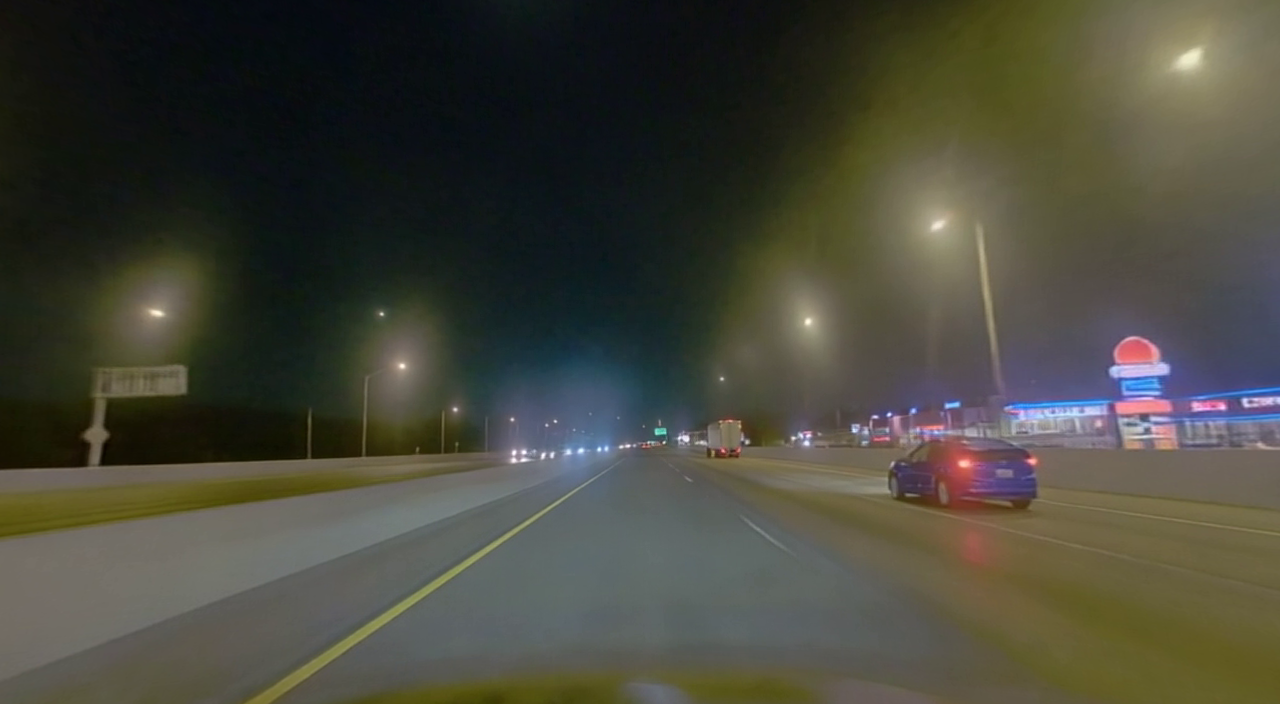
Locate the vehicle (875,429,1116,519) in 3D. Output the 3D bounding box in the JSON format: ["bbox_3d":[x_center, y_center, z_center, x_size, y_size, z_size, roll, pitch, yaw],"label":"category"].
[{"bbox_3d":[6.977,2.444,13.194,2.079,1.518,5.032,0,-8,-1],"label":"vehicle"}]
